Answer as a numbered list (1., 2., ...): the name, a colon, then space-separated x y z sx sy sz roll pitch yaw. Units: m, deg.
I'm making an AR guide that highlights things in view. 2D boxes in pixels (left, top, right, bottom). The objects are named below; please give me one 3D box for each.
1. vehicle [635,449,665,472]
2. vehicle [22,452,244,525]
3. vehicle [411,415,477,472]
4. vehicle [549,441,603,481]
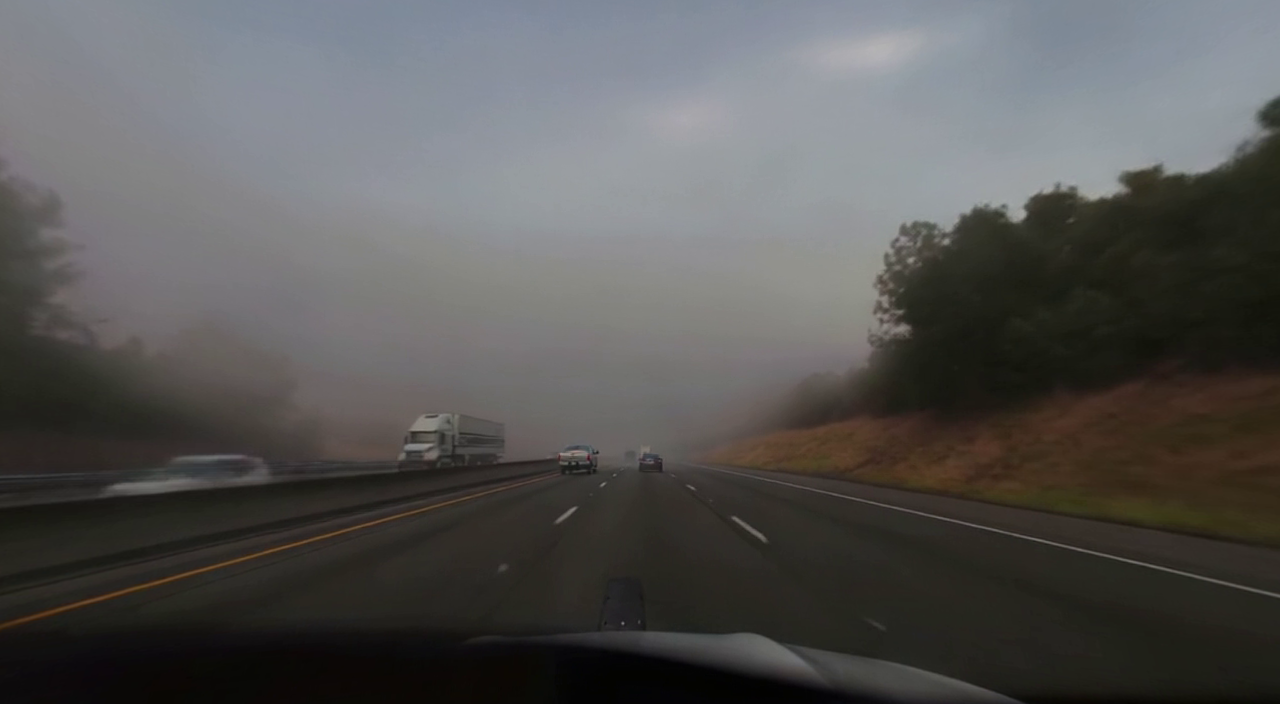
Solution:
1. vehicle: 0.693 7.826 45.604 2.036 1.519 4.225 0 -9 0
2. vehicle: -11.526 3.084 14.780 1.817 1.439 4.056 0 -9 0
3. vehicle: -14.870 7.021 48.332 2.994 4.041 5.835 0 -9 0
4. vehicle: -3.055 5.309 30.880 2.143 1.770 4.283 0 -9 1
